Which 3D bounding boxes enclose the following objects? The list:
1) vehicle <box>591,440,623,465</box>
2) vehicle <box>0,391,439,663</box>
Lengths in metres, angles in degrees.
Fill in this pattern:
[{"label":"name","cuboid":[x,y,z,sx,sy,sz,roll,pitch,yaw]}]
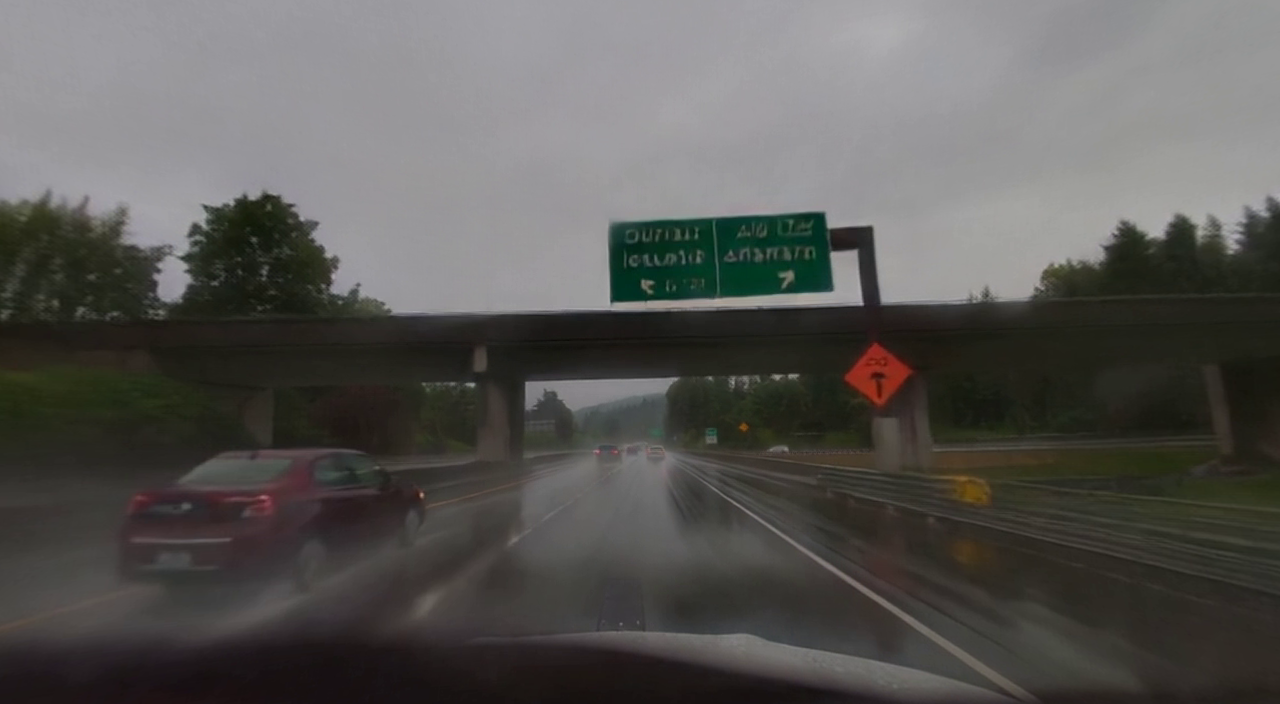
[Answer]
[{"label":"vehicle","cuboid":[-2.545,7.866,49.315,2.143,1.853,4.123,0,-9,2]},{"label":"vehicle","cuboid":[-3.680,1.380,6.038,2.037,1.638,4.274,0,-9,1]}]
